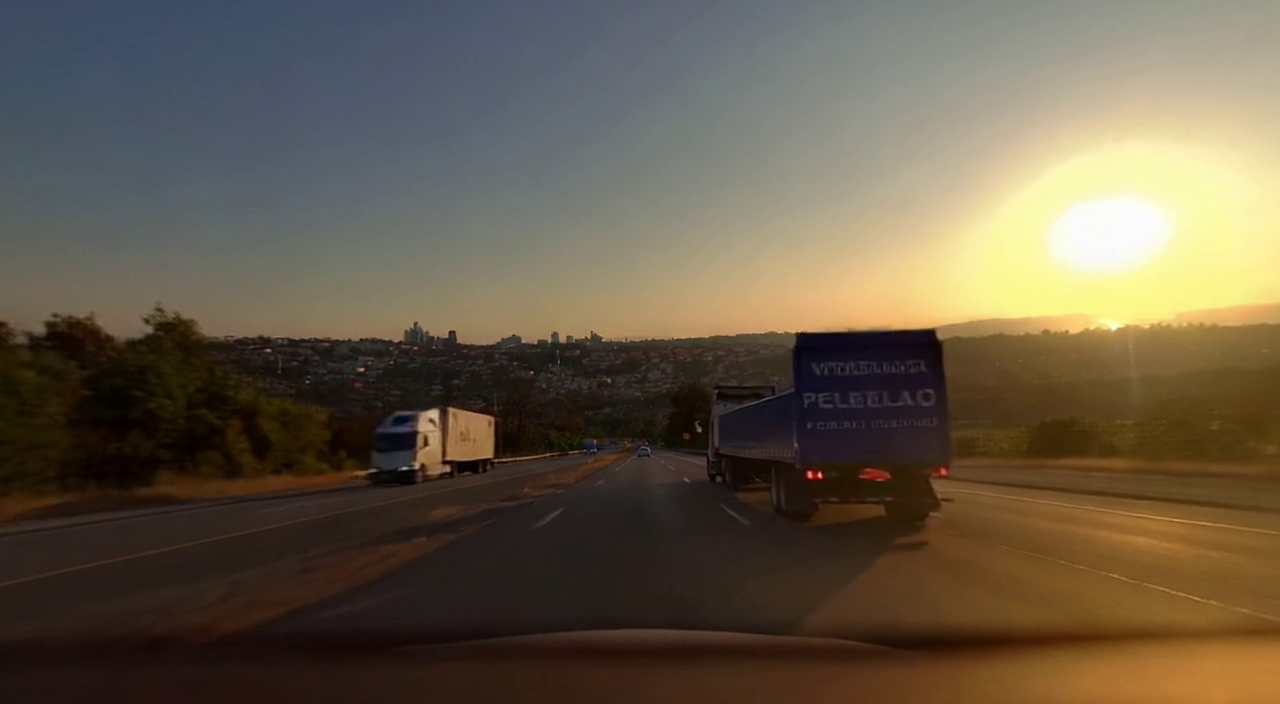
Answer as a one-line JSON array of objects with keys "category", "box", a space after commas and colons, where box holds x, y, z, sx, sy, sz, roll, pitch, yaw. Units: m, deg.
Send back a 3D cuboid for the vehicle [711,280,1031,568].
[{"category": "vehicle", "box": [4.054, 1.943, 15.481, 3.341, 4.269, 12.252, 0, -9, 1]}]
